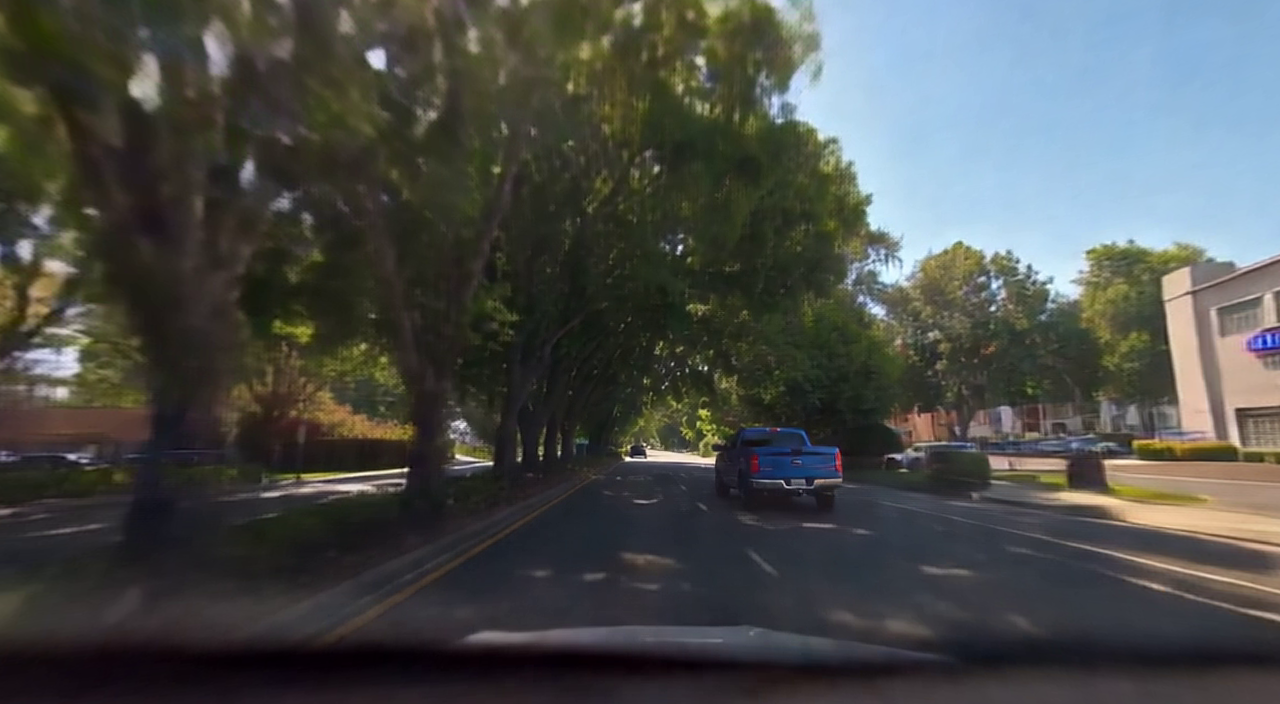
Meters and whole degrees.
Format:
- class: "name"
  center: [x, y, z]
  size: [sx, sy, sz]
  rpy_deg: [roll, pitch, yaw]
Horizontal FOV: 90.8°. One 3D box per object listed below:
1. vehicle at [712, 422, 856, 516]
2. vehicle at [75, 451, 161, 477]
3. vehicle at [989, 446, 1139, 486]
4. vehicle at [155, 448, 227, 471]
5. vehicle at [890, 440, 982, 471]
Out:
- class: "vehicle"
  center: [3.140, 2.707, 15.163]
  size: [2.138, 1.836, 5.245]
  rpy_deg: [0, -9, -1]
- class: "vehicle"
  center: [-29.670, 6.387, 35.989]
  size: [3.386, 1.402, 1.598]
  rpy_deg: [0, -9, -2]
- class: "vehicle"
  center: [17.003, 4.573, 25.685]
  size: [4.721, 1.462, 2.028]
  rpy_deg: [-4, -9, 25]
- class: "vehicle"
  center: [-29.414, 7.017, 41.432]
  size: [3.413, 1.459, 1.669]
  rpy_deg: [0, -9, 0]
- class: "vehicle"
  center: [17.635, 6.183, 37.887]
  size: [4.747, 1.761, 2.043]
  rpy_deg: [-4, -9, 22]
